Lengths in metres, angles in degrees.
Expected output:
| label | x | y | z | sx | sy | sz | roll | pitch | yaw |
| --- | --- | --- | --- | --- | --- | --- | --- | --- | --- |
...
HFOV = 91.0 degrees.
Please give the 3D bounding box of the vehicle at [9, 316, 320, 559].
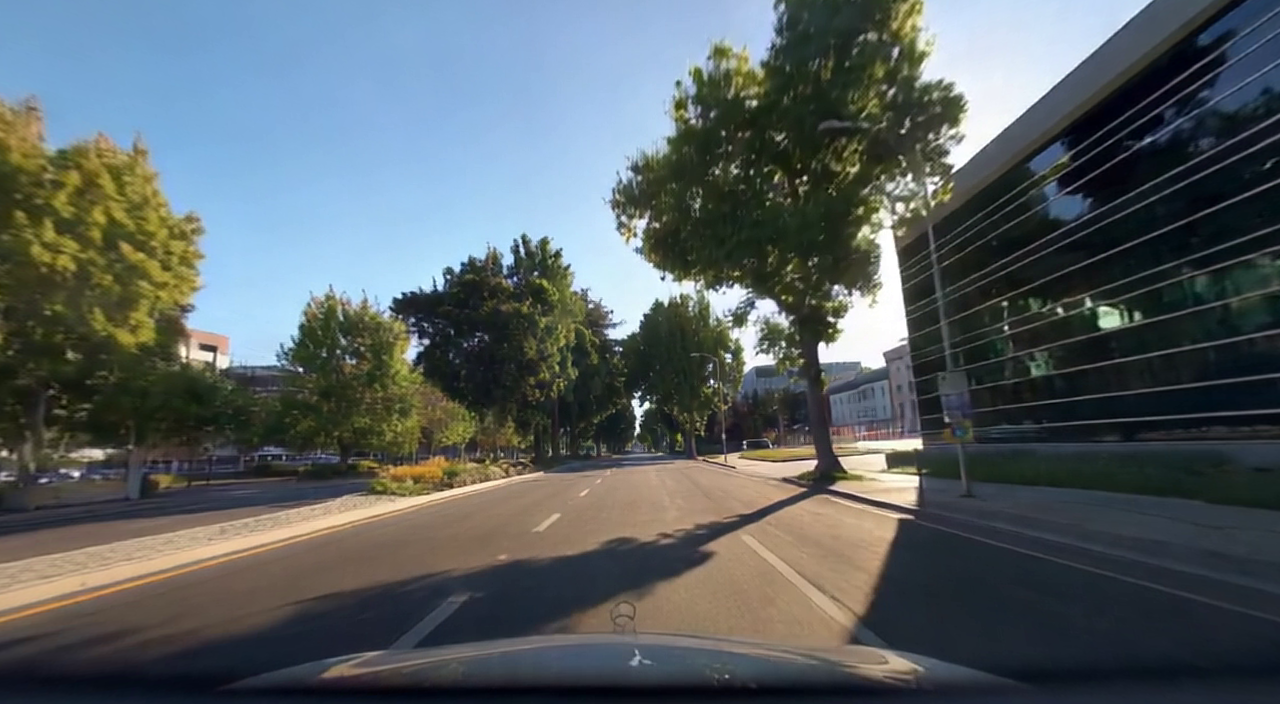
| label | x | y | z | sx | sy | sz | roll | pitch | yaw |
| --- | --- | --- | --- | --- | --- | --- | --- | --- | --- |
| vehicle | -7.528 | 1.408 | 10.554 | 2.837 | 3.274 | 3.013 | -4 | -9 | -3 |
